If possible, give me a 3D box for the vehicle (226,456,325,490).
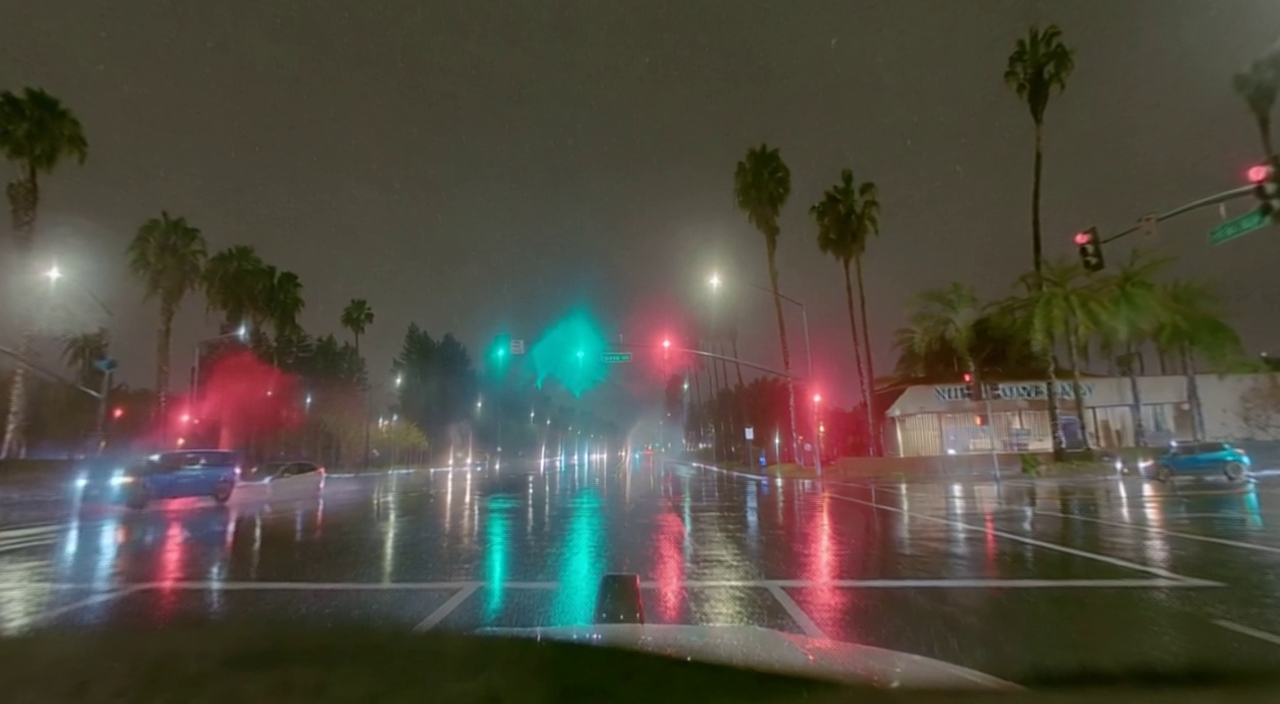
[{"bbox_3d":[-17.487,5.800,30.604,1.874,1.467,4.768,0,-9,1],"label":"vehicle"}]

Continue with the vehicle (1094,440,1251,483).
[{"bbox_3d":[22.214,4.566,26.505,4.533,1.676,2.236,0,-9,-1],"label":"vehicle"}]

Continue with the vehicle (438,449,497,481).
[{"bbox_3d":[-9.716,6.375,36.051,2.074,1.681,4.417,0,-9,0],"label":"vehicle"}]

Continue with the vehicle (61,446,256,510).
[{"bbox_3d":[-14.282,3.727,19.222,2.074,1.671,4.755,0,-9,2],"label":"vehicle"}]
